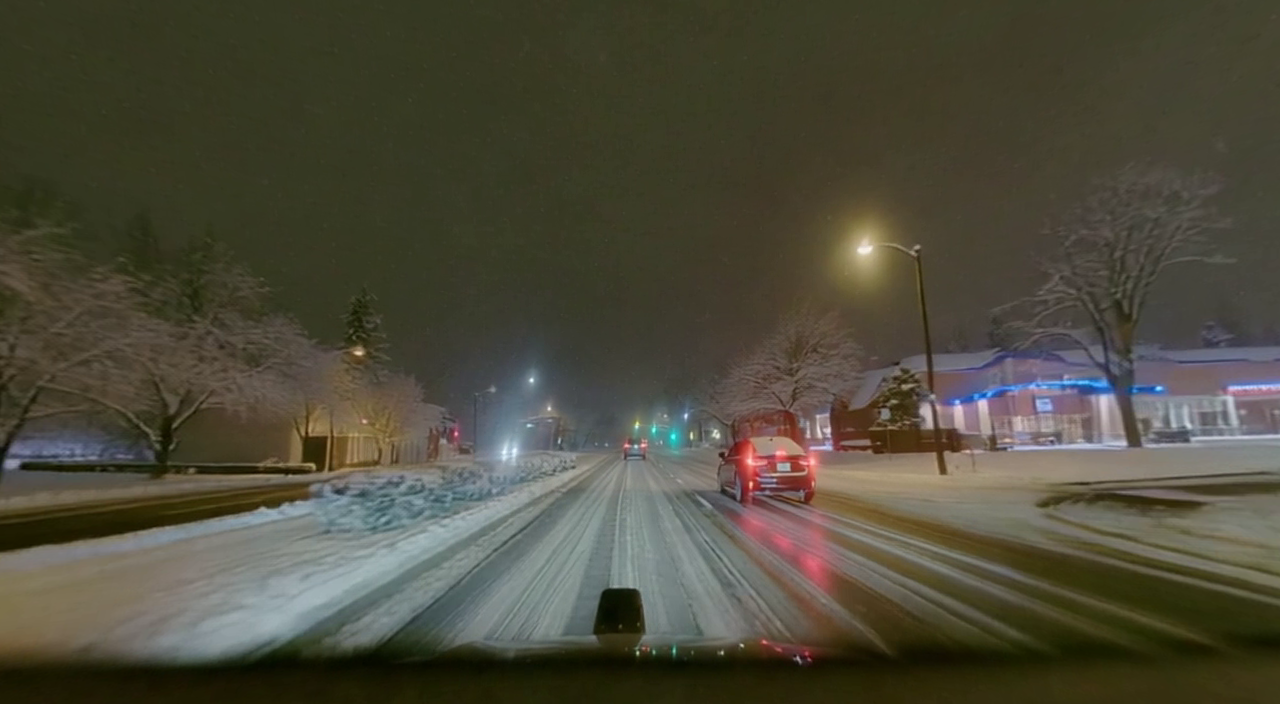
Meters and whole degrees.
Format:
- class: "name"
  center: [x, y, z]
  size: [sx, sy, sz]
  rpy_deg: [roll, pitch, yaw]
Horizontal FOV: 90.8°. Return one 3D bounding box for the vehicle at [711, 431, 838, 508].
- class: "vehicle"
  center: [3.146, 2.855, 15.916]
  size: [1.995, 1.616, 4.729]
  rpy_deg: [0, -8, -2]
